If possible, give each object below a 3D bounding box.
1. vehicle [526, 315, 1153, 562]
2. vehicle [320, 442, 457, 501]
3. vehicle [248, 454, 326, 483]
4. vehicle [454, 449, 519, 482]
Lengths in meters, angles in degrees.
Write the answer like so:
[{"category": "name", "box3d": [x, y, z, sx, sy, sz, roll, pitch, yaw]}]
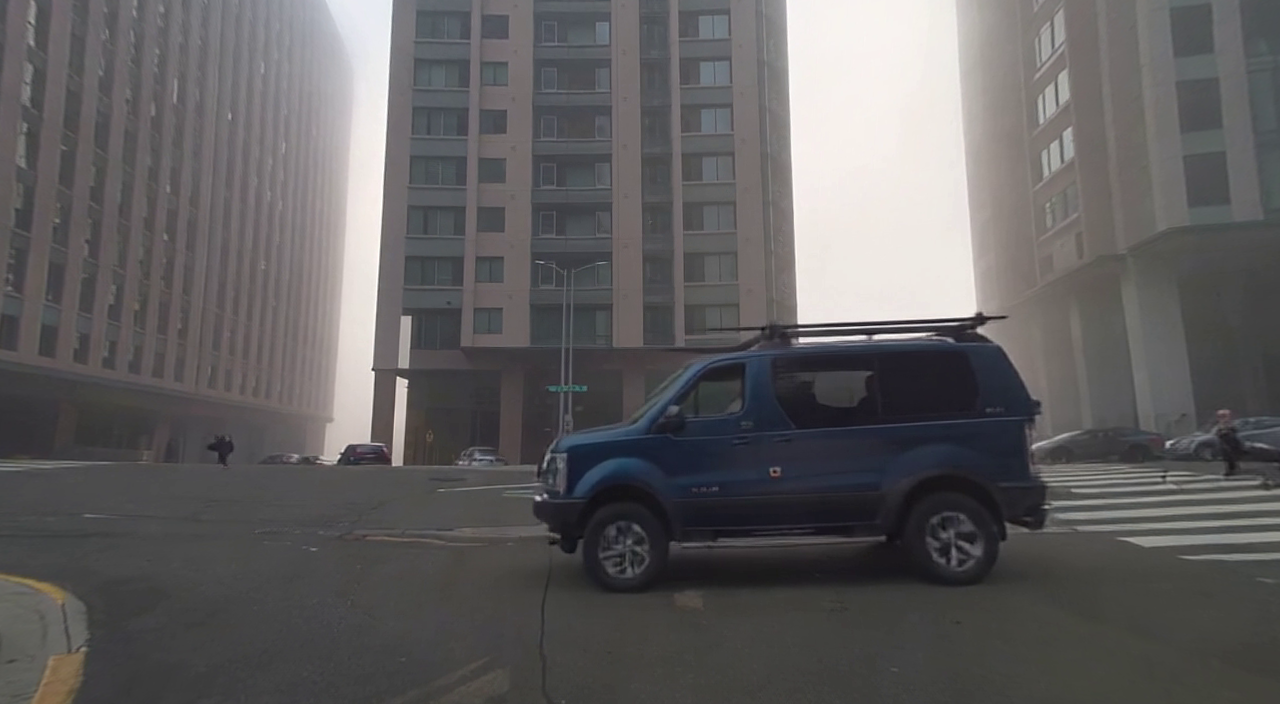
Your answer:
[{"category": "vehicle", "box3d": [2.211, 1.153, 8.479, 6.932, 2.753, 2.446, -1, -8, 3]}, {"category": "vehicle", "box3d": [-8.143, 3.885, 21.015, 2.395, 1.719, 4.549, -1, -8, 5]}, {"category": "vehicle", "box3d": [-19.269, 6.364, 34.544, 3.467, 1.456, 1.649, 4, -9, -23]}, {"category": "vehicle", "box3d": [-7.624, 5.681, 31.716, 2.164, 1.494, 4.235, 0, -8, 1]}]
